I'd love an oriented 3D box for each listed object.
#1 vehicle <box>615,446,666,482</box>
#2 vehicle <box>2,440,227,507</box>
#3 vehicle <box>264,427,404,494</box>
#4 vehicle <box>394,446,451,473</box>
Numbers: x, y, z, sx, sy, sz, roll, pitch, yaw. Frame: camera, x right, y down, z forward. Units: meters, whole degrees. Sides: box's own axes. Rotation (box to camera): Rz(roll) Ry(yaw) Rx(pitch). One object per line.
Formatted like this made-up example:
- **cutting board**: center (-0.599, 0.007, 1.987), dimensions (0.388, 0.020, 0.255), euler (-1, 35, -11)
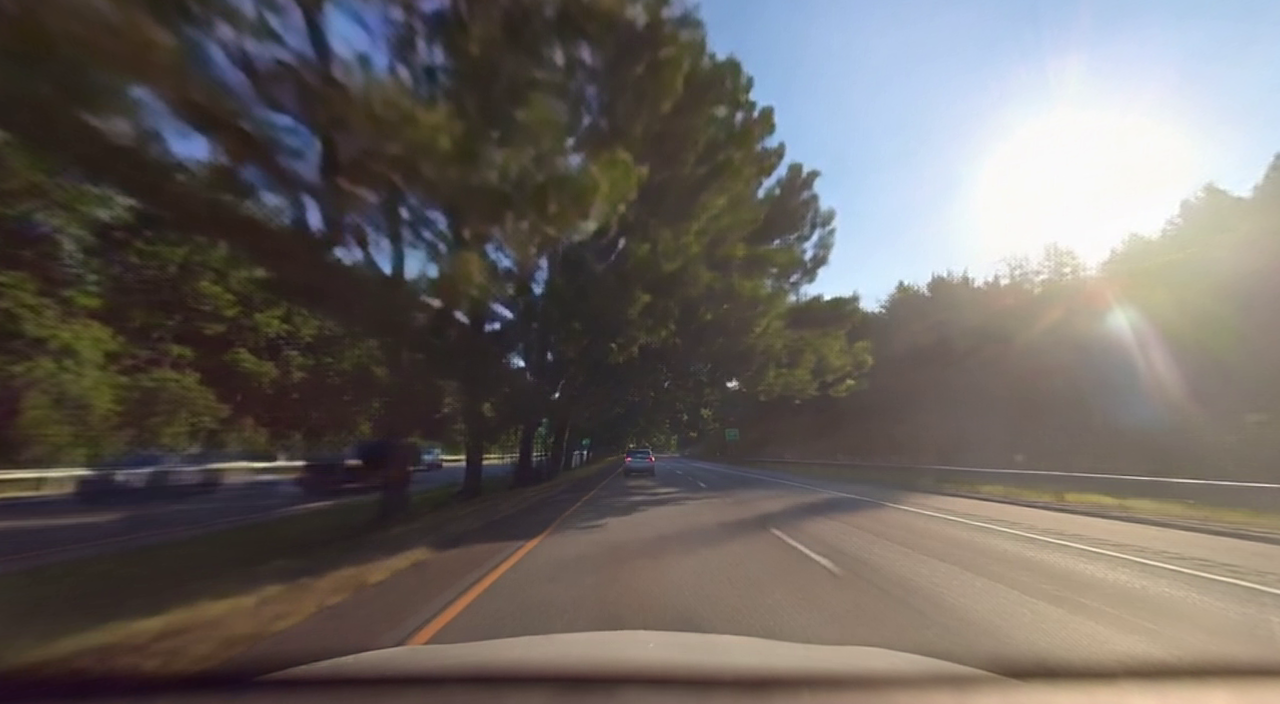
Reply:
- **vehicle**: center (-0.009, 5.017, 28.532), dimensions (2.114, 1.523, 4.012), euler (0, -9, -1)
- **vehicle**: center (-12.897, 2.986, 15.957), dimensions (1.866, 1.439, 4.436), euler (0, -9, 0)
- **vehicle**: center (-9.062, 3.252, 19.166), dimensions (2.002, 1.777, 4.357), euler (0, -9, 0)
- **vehicle**: center (-12.917, 6.378, 37.683), dimensions (1.876, 1.472, 4.338), euler (0, -9, 0)
